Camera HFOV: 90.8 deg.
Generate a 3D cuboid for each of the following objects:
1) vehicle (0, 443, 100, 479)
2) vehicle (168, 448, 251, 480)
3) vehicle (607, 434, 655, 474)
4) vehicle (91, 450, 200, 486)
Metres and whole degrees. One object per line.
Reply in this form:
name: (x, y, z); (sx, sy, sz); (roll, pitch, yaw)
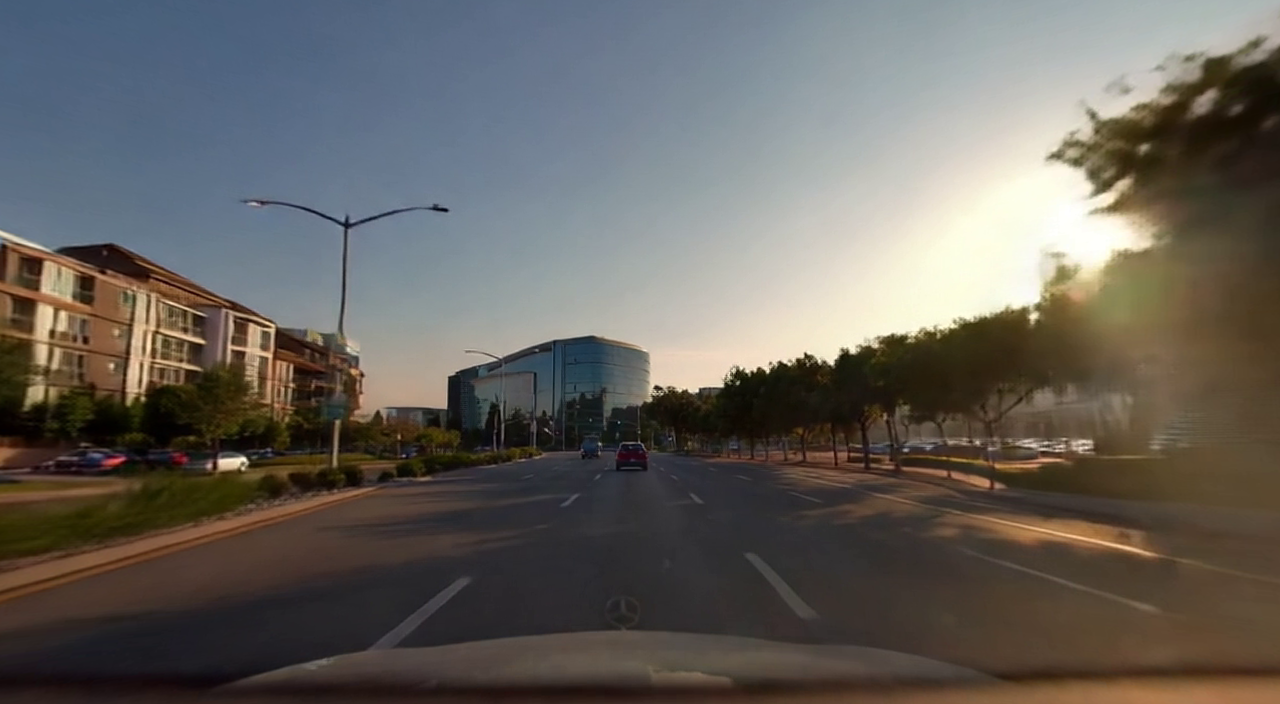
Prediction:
vehicle: (-35.305, 6.406, 37.140); (2.181, 1.913, 5.591); (-1, -9, 0)
vehicle: (-27.138, 7.044, 40.043); (1.978, 1.835, 4.932); (0, -9, -3)
vehicle: (-0.429, 5.202, 32.258); (2.260, 1.872, 4.578); (0, -9, 0)
vehicle: (-26.853, 6.263, 34.576); (1.992, 1.798, 4.987); (0, -9, -1)
